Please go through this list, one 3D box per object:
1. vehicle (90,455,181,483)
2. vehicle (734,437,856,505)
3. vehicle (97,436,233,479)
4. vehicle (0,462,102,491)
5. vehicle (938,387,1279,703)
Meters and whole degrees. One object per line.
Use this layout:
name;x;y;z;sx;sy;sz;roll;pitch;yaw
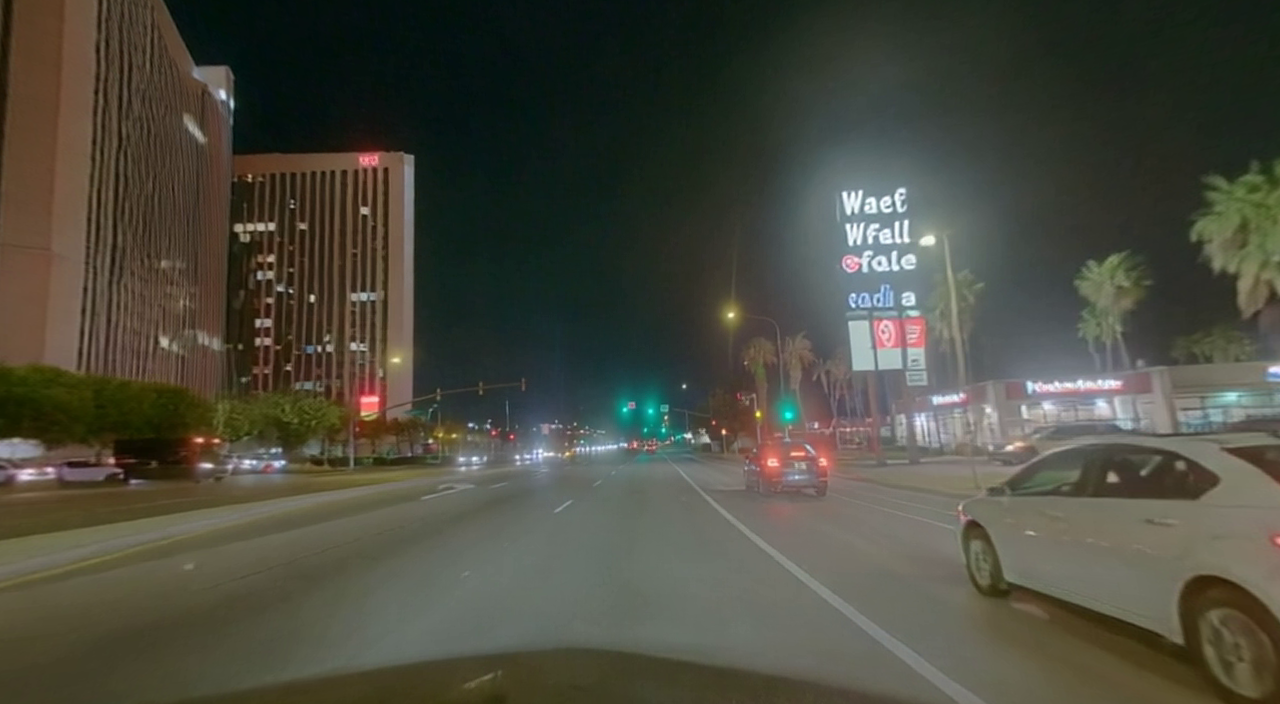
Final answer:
vehicle;-29.486;6.828;37.035;1.966;1.430;4.309;0;-9;-4
vehicle;3.732;2.947;16.143;1.870;1.467;4.800;0;-8;0
vehicle;-30.781;6.839;40.994;7.019;2.687;2.419;-1;-8;4
vehicle;-31.413;6.611;33.645;1.703;1.328;4.065;0;-8;1
vehicle;3.660;1.055;3.568;1.931;1.534;4.126;0;-8;0
